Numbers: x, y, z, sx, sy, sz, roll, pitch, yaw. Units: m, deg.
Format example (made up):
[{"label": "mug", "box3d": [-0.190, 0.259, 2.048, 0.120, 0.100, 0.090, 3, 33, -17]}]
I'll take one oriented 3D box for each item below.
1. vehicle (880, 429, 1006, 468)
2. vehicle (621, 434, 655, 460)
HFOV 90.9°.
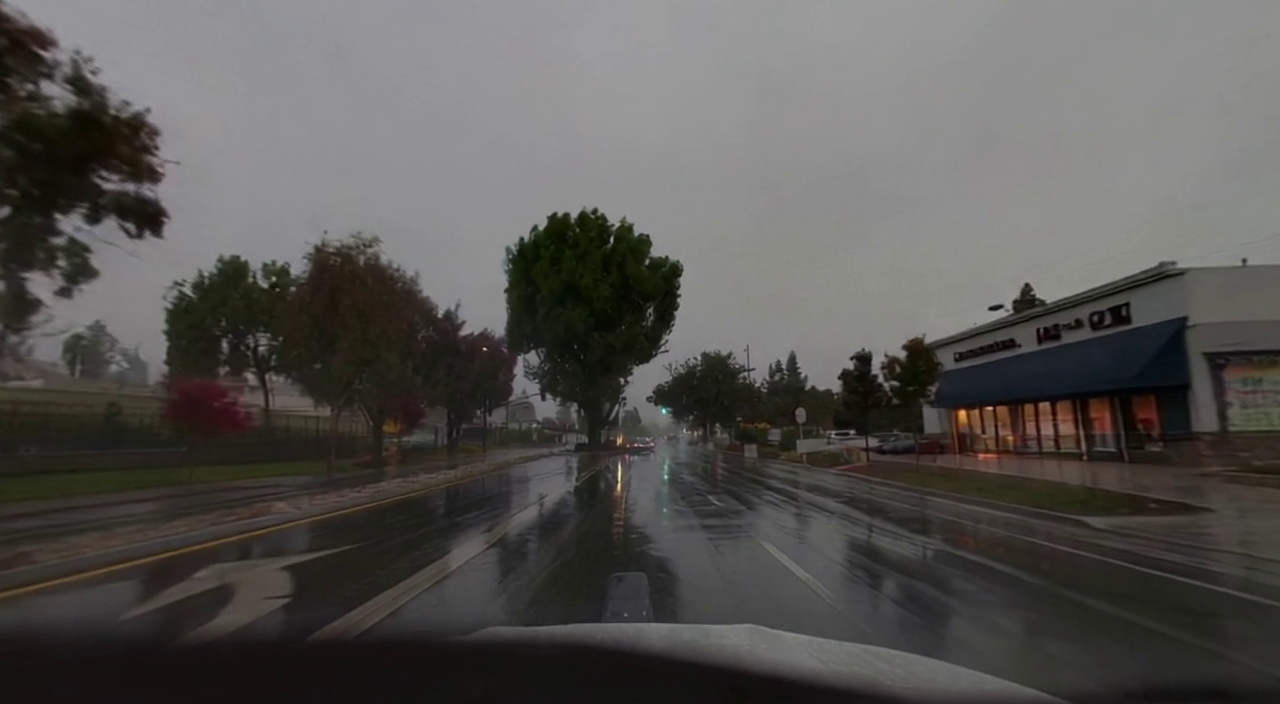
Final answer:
[{"label": "vehicle", "box3d": [13.855, 4.386, 28.936, 5.001, 1.554, 1.961, -3, -9, 31]}, {"label": "vehicle", "box3d": [-0.078, 6.427, 42.560, 2.196, 1.646, 4.109, 0, -8, 2]}]
